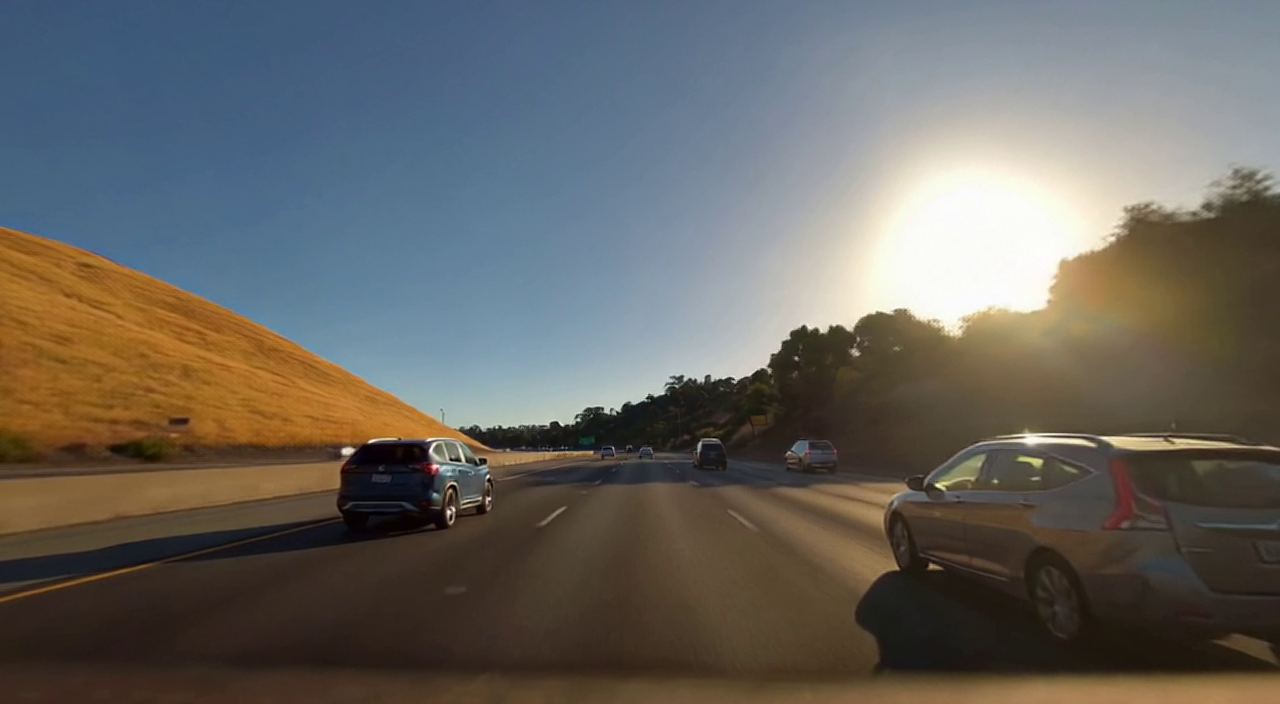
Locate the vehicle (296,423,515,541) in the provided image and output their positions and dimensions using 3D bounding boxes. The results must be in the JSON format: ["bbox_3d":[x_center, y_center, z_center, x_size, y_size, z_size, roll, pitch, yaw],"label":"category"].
[{"bbox_3d":[-3.823,2.200,11.334,2.166,1.672,4.388,0,-8,1],"label":"vehicle"}]

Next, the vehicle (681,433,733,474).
[{"bbox_3d":[3.394,5.261,32.828,2.121,1.925,5.056,0,-8,0],"label":"vehicle"}]

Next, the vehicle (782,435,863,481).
[{"bbox_3d":[7.406,4.349,26.072,1.998,1.717,4.338,0,-8,0],"label":"vehicle"}]

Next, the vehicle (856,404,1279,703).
[{"bbox_3d":[3.398,1.282,4.895,1.941,1.481,4.300,0,-8,0],"label":"vehicle"}]
